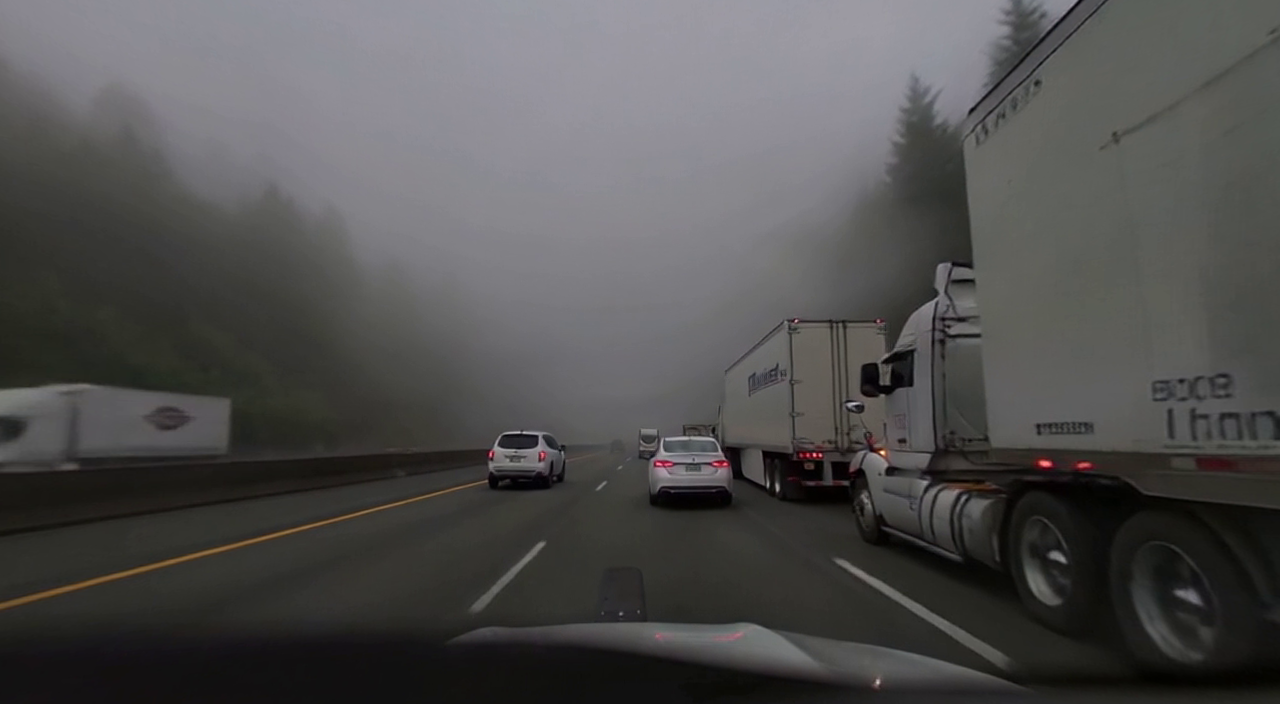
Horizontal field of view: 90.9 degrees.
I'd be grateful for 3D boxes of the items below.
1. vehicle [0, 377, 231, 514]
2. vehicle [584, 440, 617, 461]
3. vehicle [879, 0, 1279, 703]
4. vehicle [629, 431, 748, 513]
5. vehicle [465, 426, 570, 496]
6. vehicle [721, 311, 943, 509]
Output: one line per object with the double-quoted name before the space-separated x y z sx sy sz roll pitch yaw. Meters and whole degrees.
"vehicle" -14.753 2.447 16.929 2.621 2.896 7.092 0 -8 1
"vehicle" -3.057 7.699 49.645 2.181 1.538 4.169 0 -8 2
"vehicle" 4.515 0.010 4.793 2.981 3.988 6.053 0 -8 1
"vehicle" 0.894 2.526 13.854 2.200 1.495 4.282 0 -8 0
"vehicle" -3.313 3.032 18.043 2.006 1.729 4.447 0 -8 2
"vehicle" 4.837 2.123 20.161 2.883 4.070 14.423 0 -8 1
